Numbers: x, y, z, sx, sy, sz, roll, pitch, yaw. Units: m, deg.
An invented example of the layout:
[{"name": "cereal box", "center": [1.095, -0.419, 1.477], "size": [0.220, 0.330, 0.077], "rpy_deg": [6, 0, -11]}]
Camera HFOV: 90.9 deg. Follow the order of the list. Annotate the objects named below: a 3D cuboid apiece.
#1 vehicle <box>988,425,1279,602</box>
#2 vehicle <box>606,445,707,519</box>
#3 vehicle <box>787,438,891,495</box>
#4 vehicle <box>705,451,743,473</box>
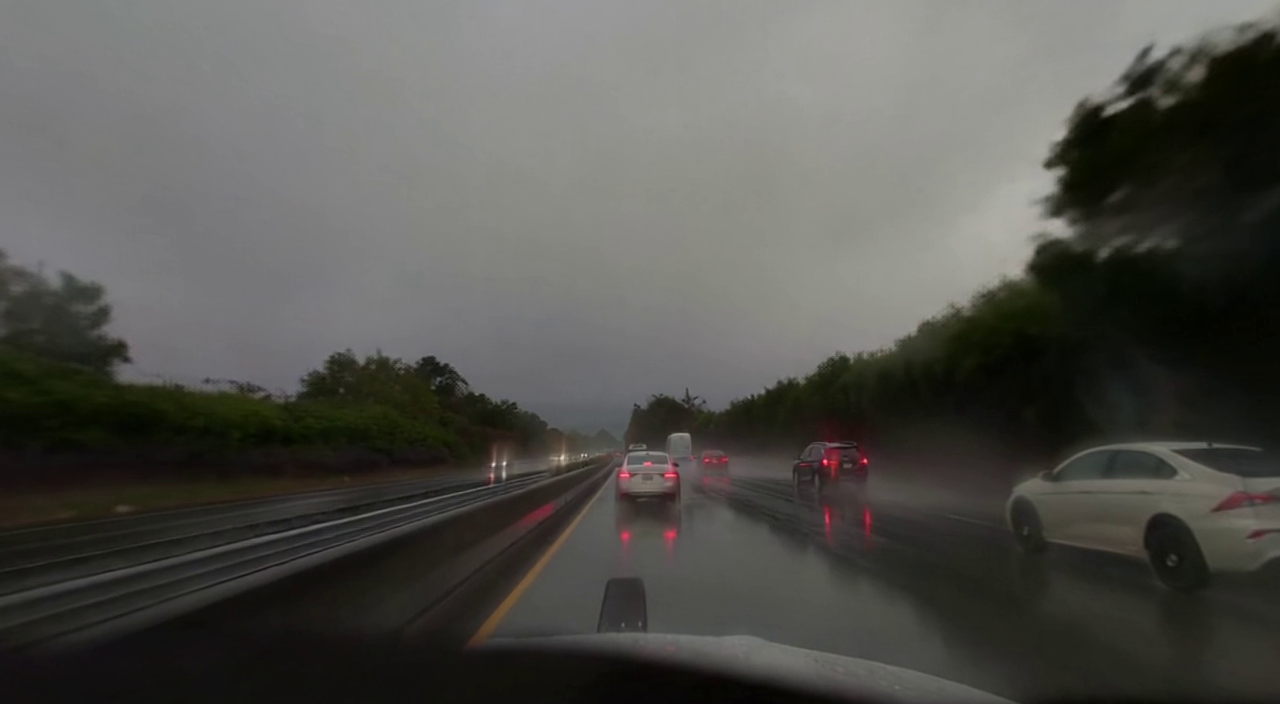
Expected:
[{"name": "vehicle", "center": [6.293, 1.695, 7.450], "size": [1.965, 1.484, 4.090], "rpy_deg": [0, -9, 0]}, {"name": "vehicle", "center": [0.299, 2.986, 14.952], "size": [2.076, 1.485, 3.774], "rpy_deg": [0, -9, -1]}, {"name": "vehicle", "center": [6.505, 3.788, 21.161], "size": [1.980, 1.702, 4.235], "rpy_deg": [0, -9, -2]}, {"name": "vehicle", "center": [5.945, 7.827, 45.101], "size": [1.921, 1.451, 3.841], "rpy_deg": [0, -9, -3]}]
